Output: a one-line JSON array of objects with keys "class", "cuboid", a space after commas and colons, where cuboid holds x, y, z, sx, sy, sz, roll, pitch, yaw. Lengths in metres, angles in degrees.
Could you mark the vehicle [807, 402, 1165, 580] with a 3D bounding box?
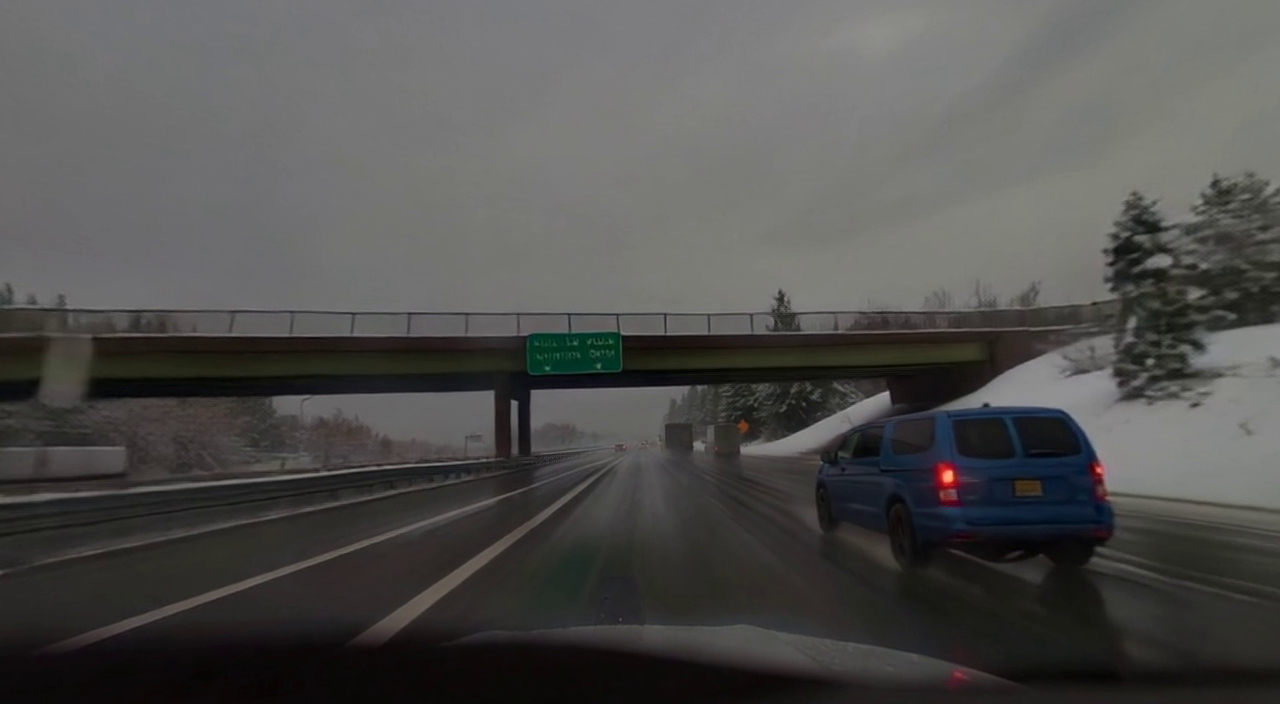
[{"class": "vehicle", "cuboid": [3.933, 1.666, 8.352, 2.148, 1.691, 4.443, 0, -8, -1]}]
